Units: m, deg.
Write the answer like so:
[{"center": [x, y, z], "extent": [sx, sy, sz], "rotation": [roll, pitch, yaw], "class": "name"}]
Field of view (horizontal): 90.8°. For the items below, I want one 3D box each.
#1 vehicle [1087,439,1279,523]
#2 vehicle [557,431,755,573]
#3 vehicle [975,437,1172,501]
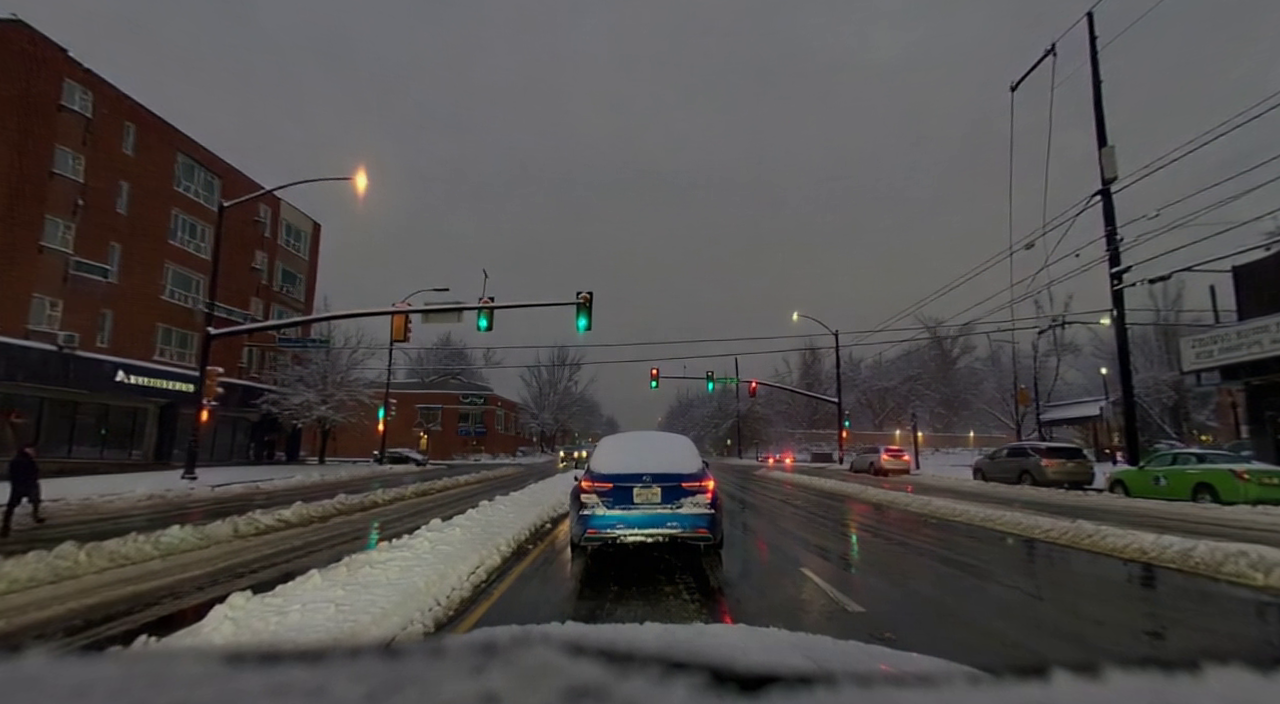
[{"center": [14.178, 3.088, 15.774], "extent": [2.235, 1.721, 5.230], "rotation": [0, -9, 1], "class": "vehicle"}, {"center": [0.139, 1.904, 8.816], "extent": [2.067, 1.471, 4.241], "rotation": [0, -9, -1], "class": "vehicle"}, {"center": [14.063, 3.820, 21.162], "extent": [2.309, 1.819, 5.793], "rotation": [0, -9, -2], "class": "vehicle"}]
